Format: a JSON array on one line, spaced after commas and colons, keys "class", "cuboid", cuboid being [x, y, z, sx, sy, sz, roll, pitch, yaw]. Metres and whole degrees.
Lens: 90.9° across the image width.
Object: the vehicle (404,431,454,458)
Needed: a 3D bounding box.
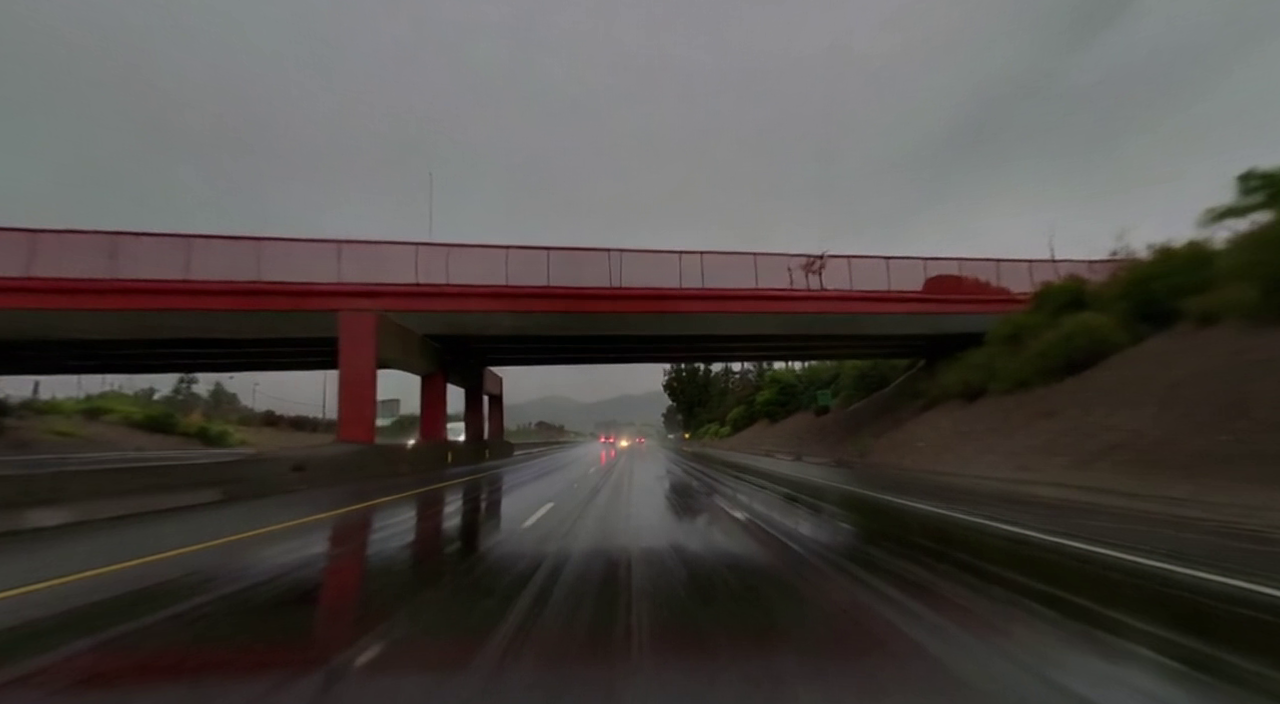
[{"class": "vehicle", "cuboid": [-15.964, 7.005, 47.996, 2.067, 1.946, 4.734, 0, -8, 0]}]
